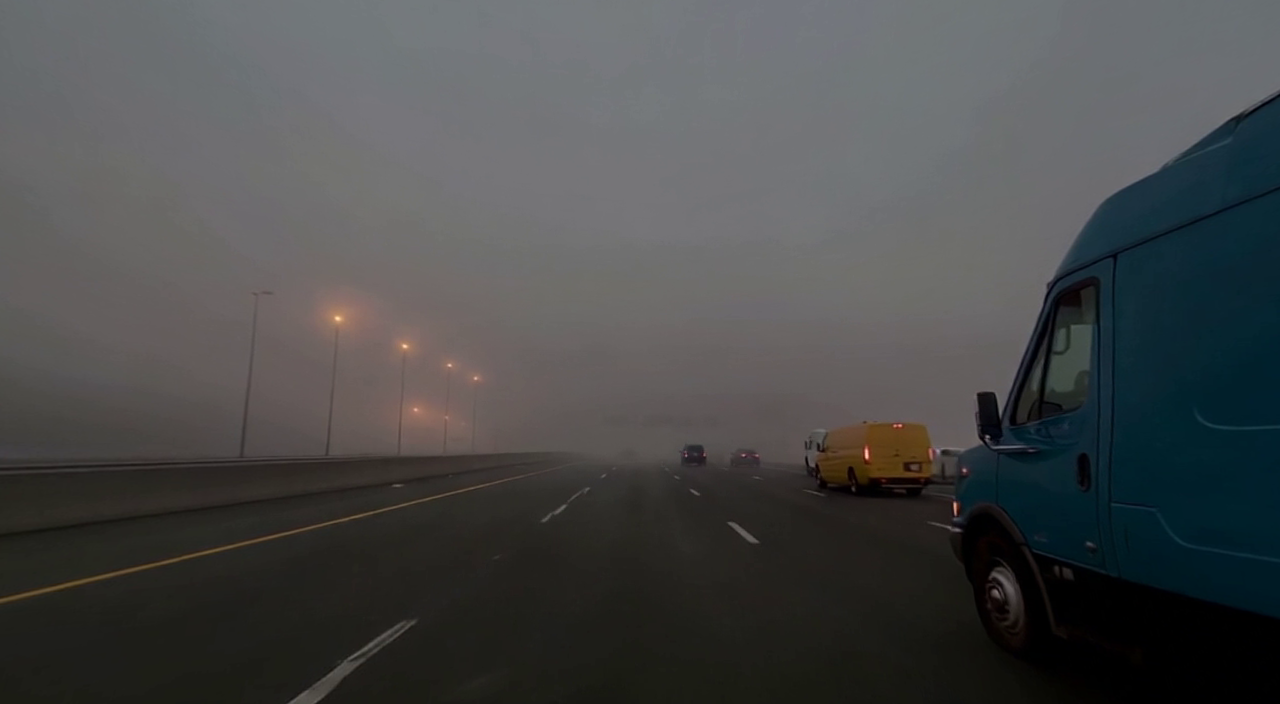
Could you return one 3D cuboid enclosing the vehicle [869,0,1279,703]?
[{"bbox_3d":[3.170,0.236,1.764,2.436,2.745,7.034,0,-8,0],"label":"vehicle"}]

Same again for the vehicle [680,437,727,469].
[{"bbox_3d":[4.039,6.562,41.252,2.464,1.961,5.520,0,-8,-1],"label":"vehicle"}]
